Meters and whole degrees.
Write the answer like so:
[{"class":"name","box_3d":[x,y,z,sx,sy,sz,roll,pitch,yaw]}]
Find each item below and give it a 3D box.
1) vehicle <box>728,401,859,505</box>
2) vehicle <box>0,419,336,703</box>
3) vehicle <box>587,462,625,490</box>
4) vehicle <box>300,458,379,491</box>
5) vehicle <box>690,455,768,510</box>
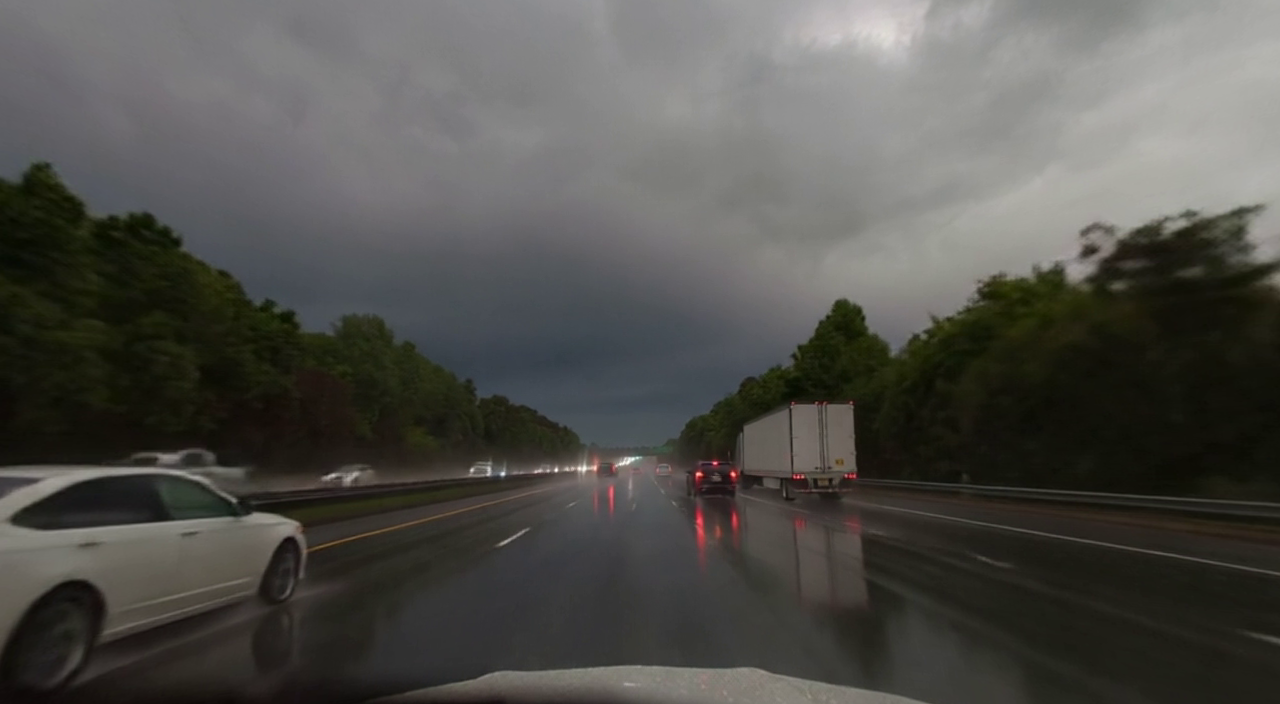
[{"class":"vehicle","box_3d":[7.404,5.554,34.017,2.883,4.151,17.144,1,-10,0]},{"class":"vehicle","box_3d":[-3.817,1.131,3.288,2.065,1.485,4.682,1,-10,0]},{"class":"vehicle","box_3d":[-1.981,7.482,38.094,2.025,1.547,4.150,1,-10,1]},{"class":"vehicle","box_3d":[-15.234,6.252,32.113,1.941,1.514,4.221,1,-10,0]},{"class":"vehicle","box_3d":[3.077,4.643,22.654,2.050,1.708,4.457,1,-10,-1]}]
